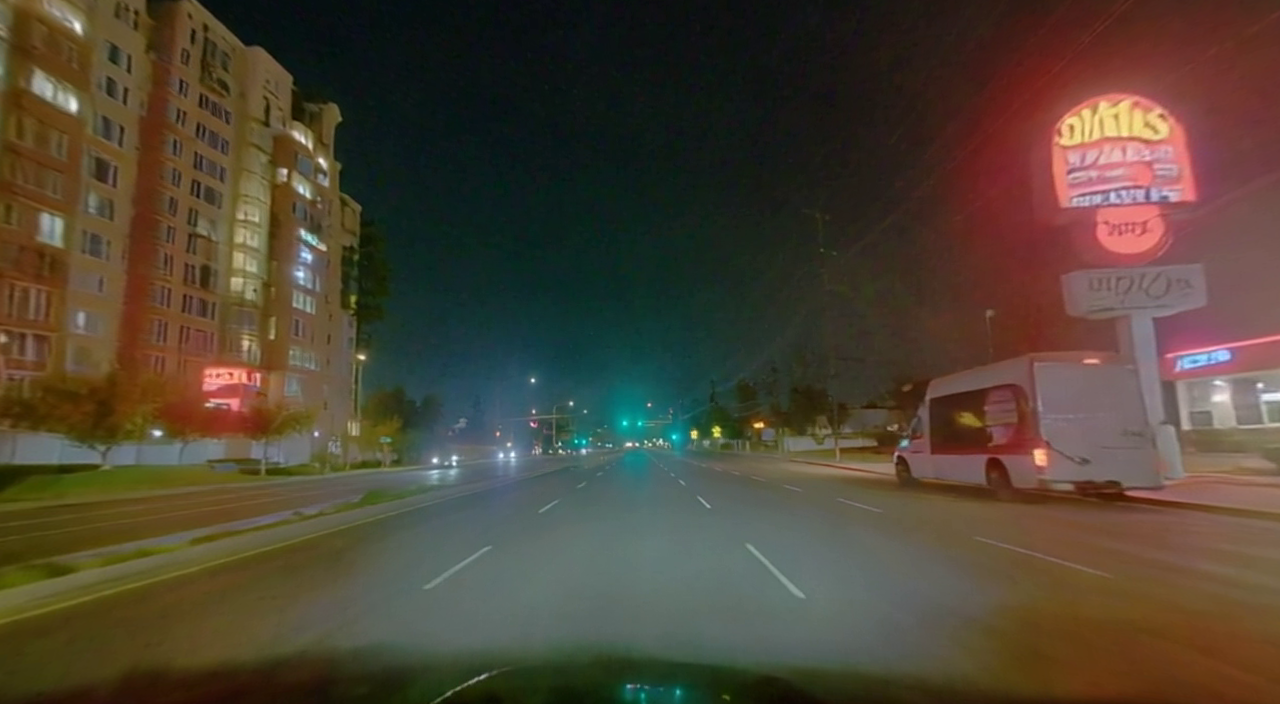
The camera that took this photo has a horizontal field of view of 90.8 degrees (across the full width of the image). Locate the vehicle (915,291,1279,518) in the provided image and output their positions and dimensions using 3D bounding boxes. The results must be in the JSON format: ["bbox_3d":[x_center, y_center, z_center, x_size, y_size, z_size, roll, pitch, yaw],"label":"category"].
[{"bbox_3d":[10.143,1.513,15.128,3.174,3.794,9.019,-1,-9,1],"label":"vehicle"}]
